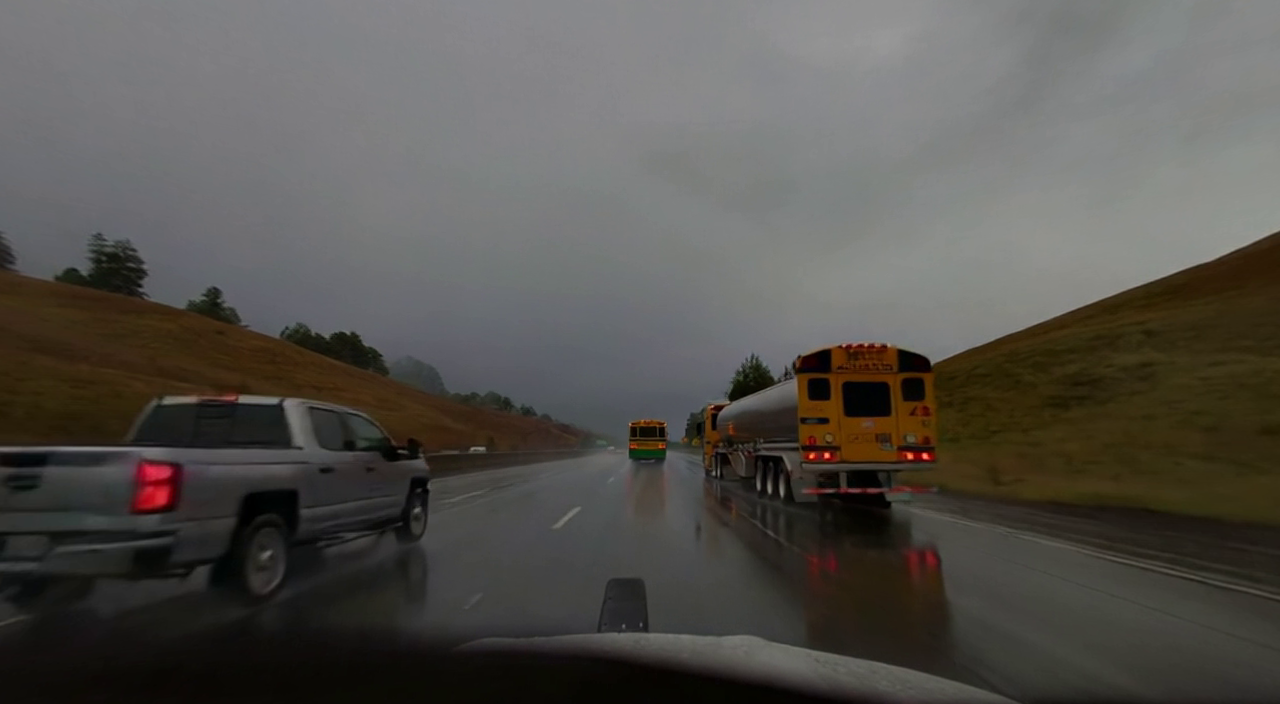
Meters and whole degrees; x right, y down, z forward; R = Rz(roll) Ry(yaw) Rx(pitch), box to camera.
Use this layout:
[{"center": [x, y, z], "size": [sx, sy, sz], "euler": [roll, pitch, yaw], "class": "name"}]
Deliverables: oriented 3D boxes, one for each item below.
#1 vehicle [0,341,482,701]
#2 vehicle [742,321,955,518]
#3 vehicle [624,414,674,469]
[{"center": [-3.564, 1.318, 6.387], "size": [2.241, 1.927, 5.833], "euler": [0, -8, 2], "class": "vehicle"}, {"center": [4.447, 1.744, 15.361], "size": [2.716, 3.705, 7.018], "euler": [0, -8, 0], "class": "vehicle"}, {"center": [0.565, 6.119, 42.955], "size": [2.948, 3.265, 10.569], "euler": [0, -8, 0], "class": "vehicle"}]
